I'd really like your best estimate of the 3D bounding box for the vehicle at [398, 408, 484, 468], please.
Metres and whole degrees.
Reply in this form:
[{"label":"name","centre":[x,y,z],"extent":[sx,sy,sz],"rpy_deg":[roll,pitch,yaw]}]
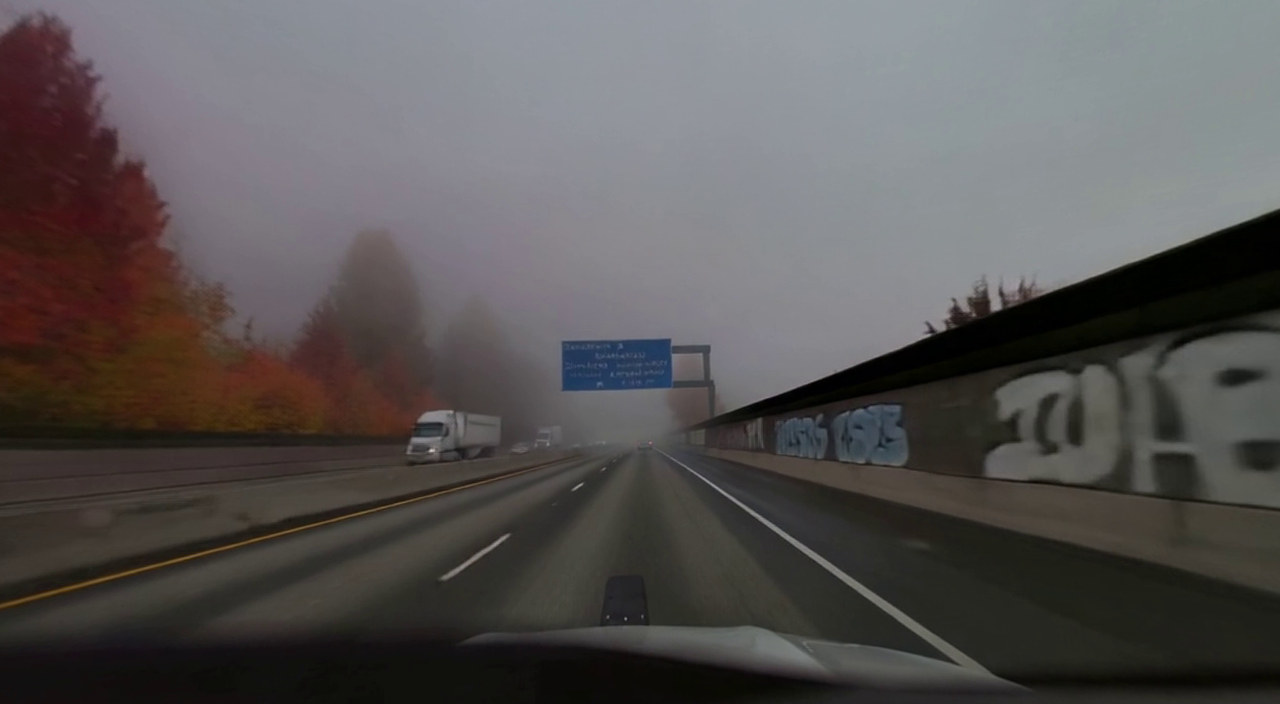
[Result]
[{"label":"vehicle","centre":[-14.520,6.454,47.009],"extent":[2.994,3.947,9.906],"rpy_deg":[0,-8,1]}]
